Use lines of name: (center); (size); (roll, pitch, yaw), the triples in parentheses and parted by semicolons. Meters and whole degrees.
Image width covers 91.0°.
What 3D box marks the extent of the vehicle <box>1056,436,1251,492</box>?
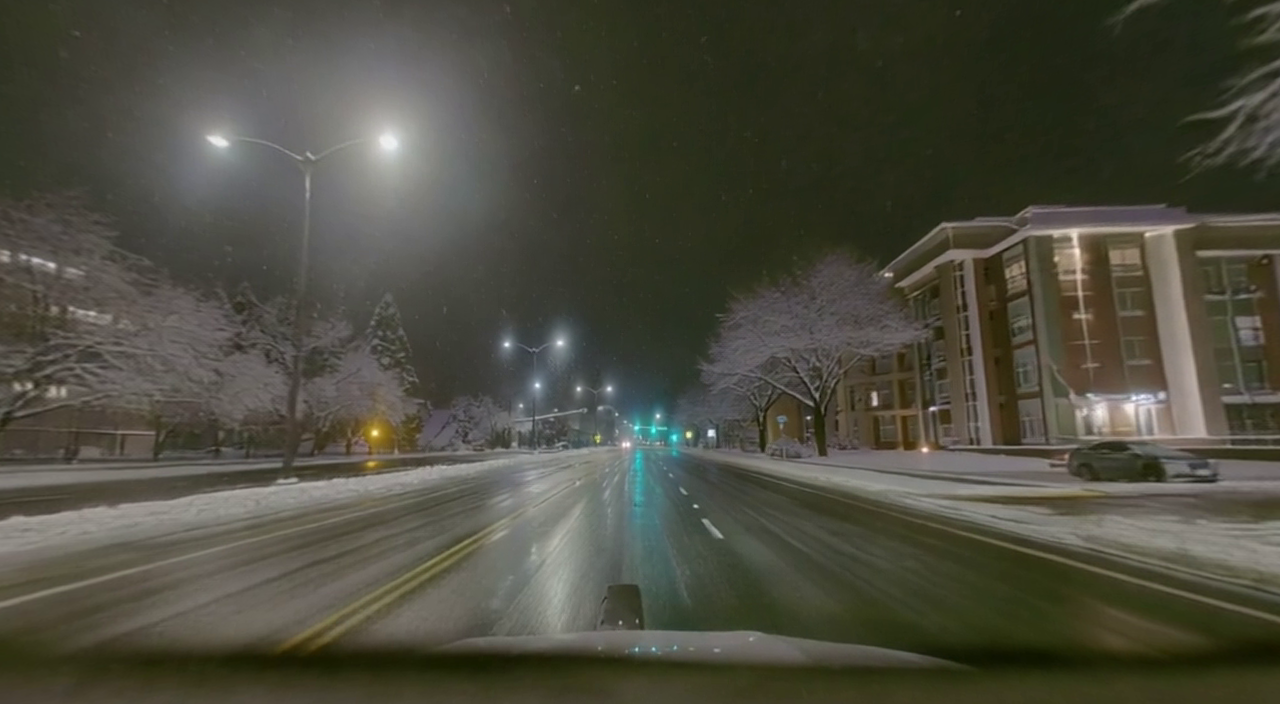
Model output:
vehicle: (15.477, 3.374, 19.405); (1.931, 1.475, 4.671); (0, -8, -3)
